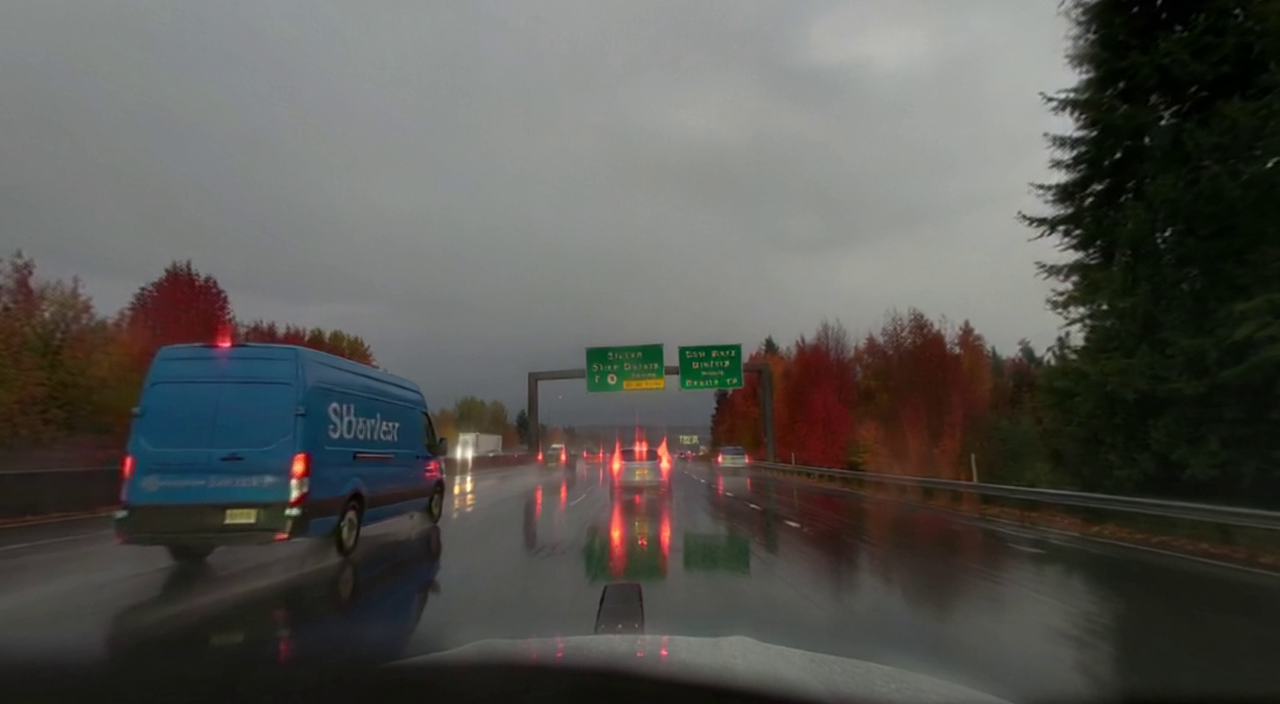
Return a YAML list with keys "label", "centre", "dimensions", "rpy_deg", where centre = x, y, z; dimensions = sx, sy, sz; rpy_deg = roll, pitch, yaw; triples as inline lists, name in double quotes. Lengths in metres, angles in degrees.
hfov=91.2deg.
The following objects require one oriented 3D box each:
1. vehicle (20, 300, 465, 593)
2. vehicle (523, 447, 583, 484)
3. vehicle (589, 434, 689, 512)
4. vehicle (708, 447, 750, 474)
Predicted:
- label: "vehicle"
  centre: [-4.427, 1.274, 8.699]
  dimensions: [2.275, 2.692, 5.810]
  rpy_deg: [0, -9, 0]
- label: "vehicle"
  centre: [-3.764, 4.993, 27.819]
  dimensions: [2.015, 1.496, 4.312]
  rpy_deg: [0, -9, 0]
- label: "vehicle"
  centre: [-0.010, 2.995, 15.947]
  dimensions: [2.195, 1.679, 4.070]
  rpy_deg: [0, -9, 0]
- label: "vehicle"
  centre: [5.251, 6.428, 37.385]
  dimensions: [1.962, 1.503, 4.432]
  rpy_deg: [0, -9, 2]
